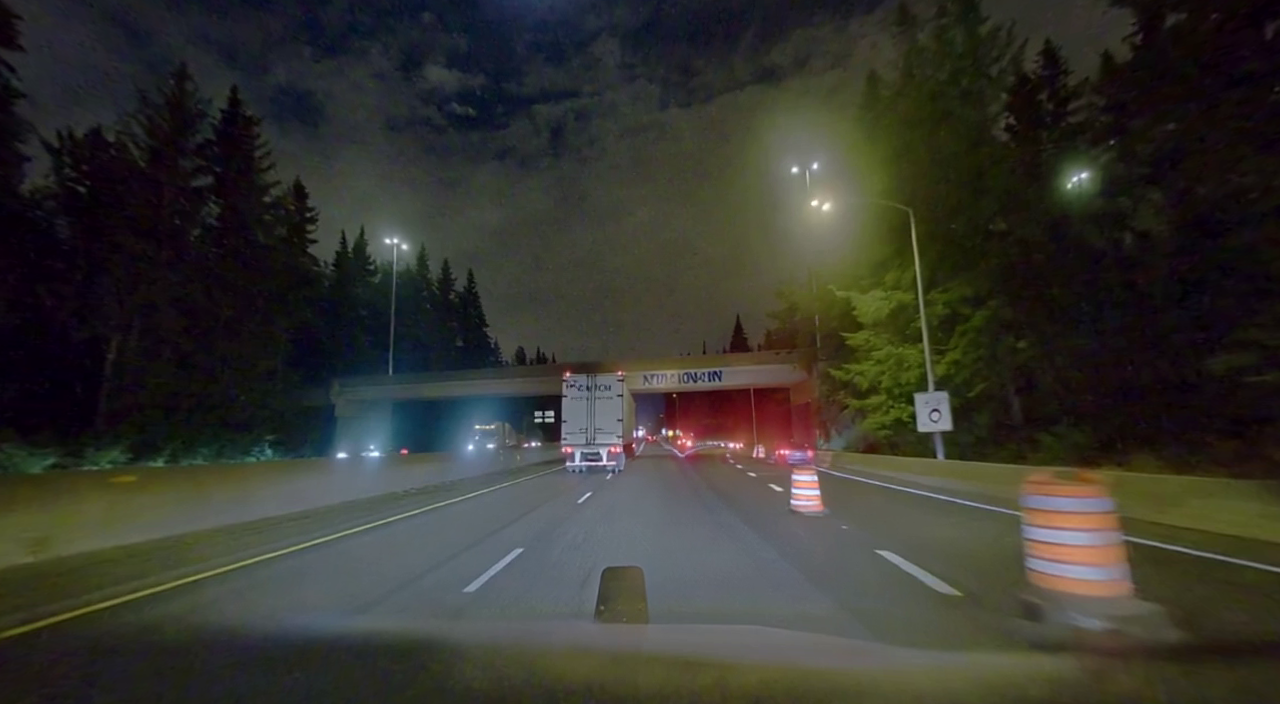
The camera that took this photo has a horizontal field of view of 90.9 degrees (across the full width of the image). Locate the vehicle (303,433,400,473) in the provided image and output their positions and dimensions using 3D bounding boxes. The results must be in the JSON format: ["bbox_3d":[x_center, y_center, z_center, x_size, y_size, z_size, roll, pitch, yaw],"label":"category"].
[{"bbox_3d":[-13.046,4.588,28.918,2.098,1.657,4.744,0,-8,1],"label":"vehicle"}]

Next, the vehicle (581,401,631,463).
[{"bbox_3d":[-2.298,6.018,46.697,2.845,4.049,10.214,0,-8,1],"label":"vehicle"}]
